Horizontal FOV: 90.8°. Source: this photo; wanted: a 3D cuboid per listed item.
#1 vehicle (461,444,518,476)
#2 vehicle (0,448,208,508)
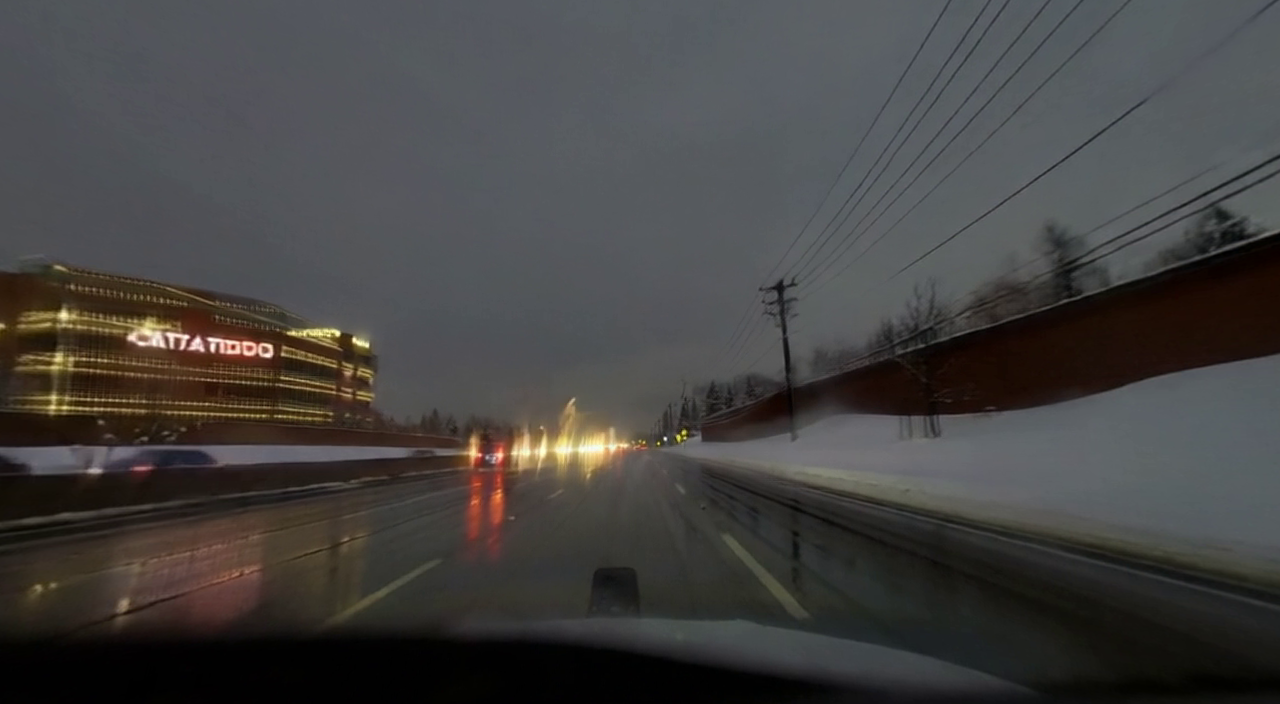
[{"bbox_3d":[-7.868,5.647,33.406,2.013,1.574,3.923,0,-8,0],"label":"vehicle"},{"bbox_3d":[-14.928,3.487,18.019,1.886,1.455,4.584,0,-8,1],"label":"vehicle"}]
